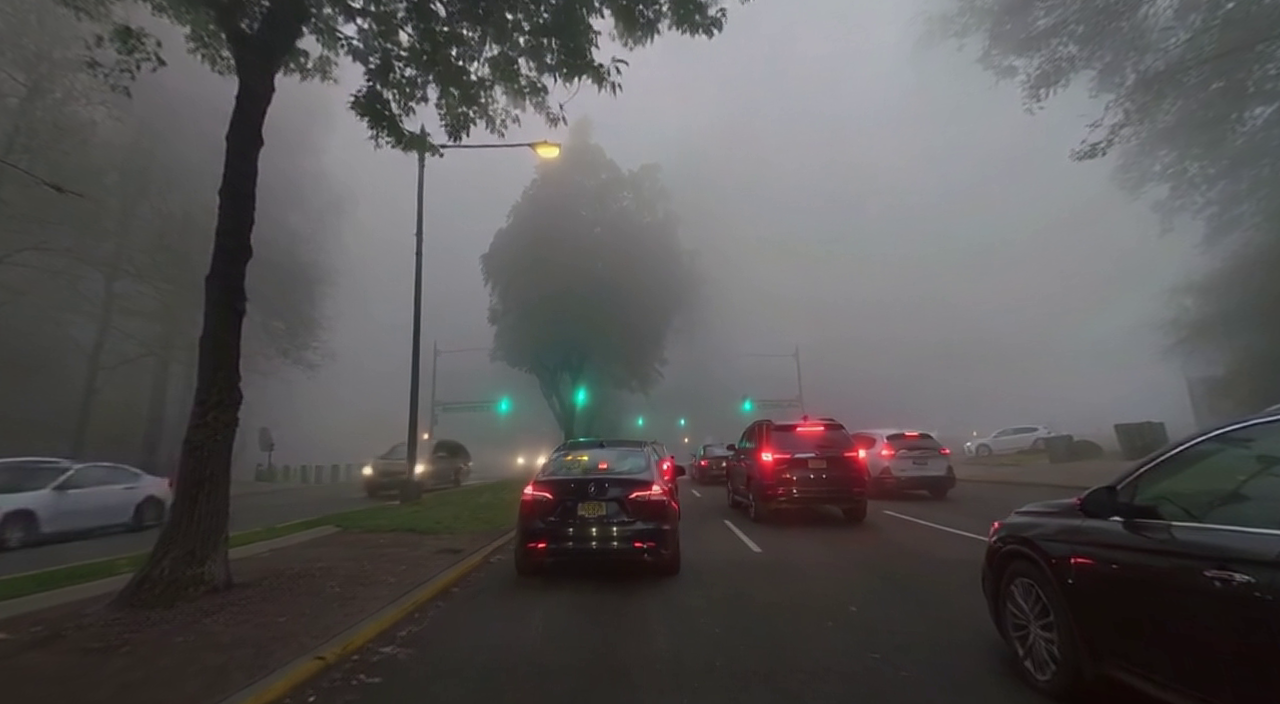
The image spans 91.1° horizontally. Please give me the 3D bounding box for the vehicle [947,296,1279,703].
[{"bbox_3d":[3.159,0.809,2.165,1.982,1.960,4.427,0,-9,1],"label":"vehicle"}]

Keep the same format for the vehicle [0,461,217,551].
[{"bbox_3d":[-12.729,3.473,14.891,2.005,1.660,4.676,0,-9,1],"label":"vehicle"}]

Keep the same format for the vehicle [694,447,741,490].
[{"bbox_3d":[3.219,4.911,26.772,1.518,1.650,4.408,0,-9,1],"label":"vehicle"}]

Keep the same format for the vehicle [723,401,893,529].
[{"bbox_3d":[3.658,2.643,15.213,2.516,2.481,5.766,0,-9,0],"label":"vehicle"}]

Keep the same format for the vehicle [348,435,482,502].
[{"bbox_3d":[-8.632,4.526,25.009,2.815,2.263,6.416,0,-9,1],"label":"vehicle"}]

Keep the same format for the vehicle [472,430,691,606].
[{"bbox_3d":[-0.536,1.912,8.147,2.111,1.676,4.018,0,-9,1],"label":"vehicle"}]
